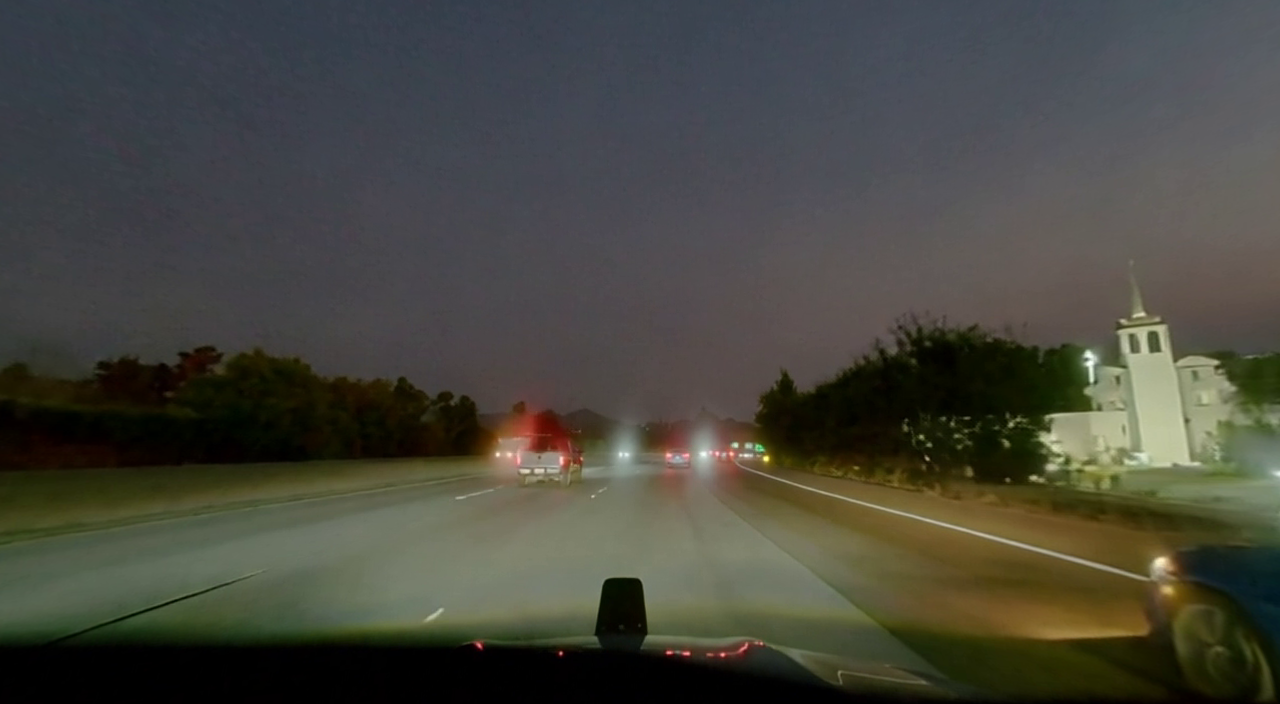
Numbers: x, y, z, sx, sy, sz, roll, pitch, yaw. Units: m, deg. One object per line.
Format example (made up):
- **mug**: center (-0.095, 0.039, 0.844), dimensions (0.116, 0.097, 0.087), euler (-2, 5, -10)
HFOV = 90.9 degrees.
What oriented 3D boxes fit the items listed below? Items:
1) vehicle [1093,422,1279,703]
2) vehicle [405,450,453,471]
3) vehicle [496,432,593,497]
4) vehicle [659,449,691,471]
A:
- **vehicle**: center (3.940, 0.903, 1.701), dimensions (2.131, 1.497, 4.456), euler (0, -9, 0)
- **vehicle**: center (-15.056, 7.754, 45.213), dimensions (1.843, 1.446, 3.893), euler (-1, -9, 5)
- **vehicle**: center (-2.903, 3.567, 20.429), dimensions (2.185, 1.823, 4.854), euler (0, -9, 2)
- **vehicle**: center (2.459, 7.447, 43.705), dimensions (2.158, 1.458, 3.656), euler (-1, -9, 5)
